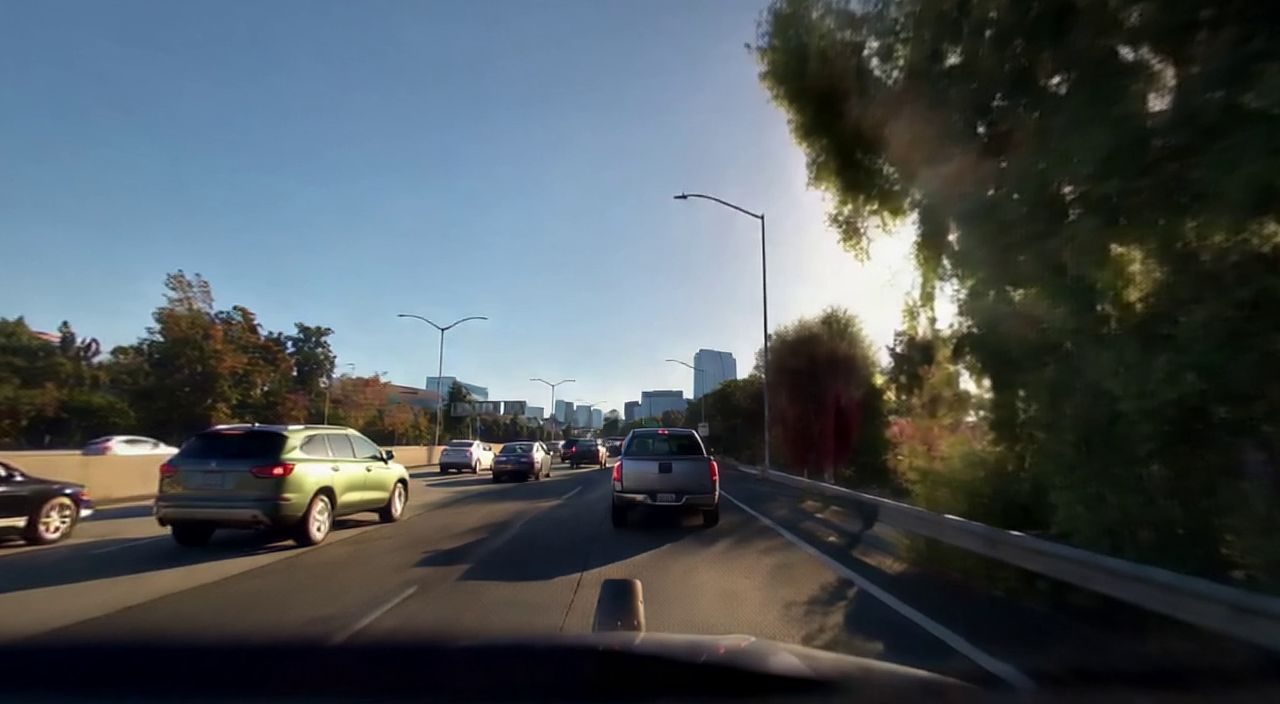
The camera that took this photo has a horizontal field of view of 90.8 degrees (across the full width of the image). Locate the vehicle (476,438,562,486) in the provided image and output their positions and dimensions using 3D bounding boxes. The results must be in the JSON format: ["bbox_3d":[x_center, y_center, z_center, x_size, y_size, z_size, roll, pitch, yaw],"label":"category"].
[{"bbox_3d":[-4.023,3.718,21.652,1.868,1.470,4.105,-1,-9,4],"label":"vehicle"}]

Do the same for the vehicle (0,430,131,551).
[{"bbox_3d":[-8.992,1.692,7.586,1.892,1.498,4.417,-1,-9,4],"label":"vehicle"}]

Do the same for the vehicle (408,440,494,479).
[{"bbox_3d":[-7.626,4.389,25.962,1.925,1.454,4.270,-1,-9,5],"label":"vehicle"}]

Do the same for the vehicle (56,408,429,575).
[{"bbox_3d":[-4.846,1.758,8.724,2.076,1.688,4.334,-1,-9,5],"label":"vehicle"}]

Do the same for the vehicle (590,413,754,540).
[{"bbox_3d":[0.508,2.042,10.931,2.235,1.716,4.435,-1,-9,2],"label":"vehicle"}]
